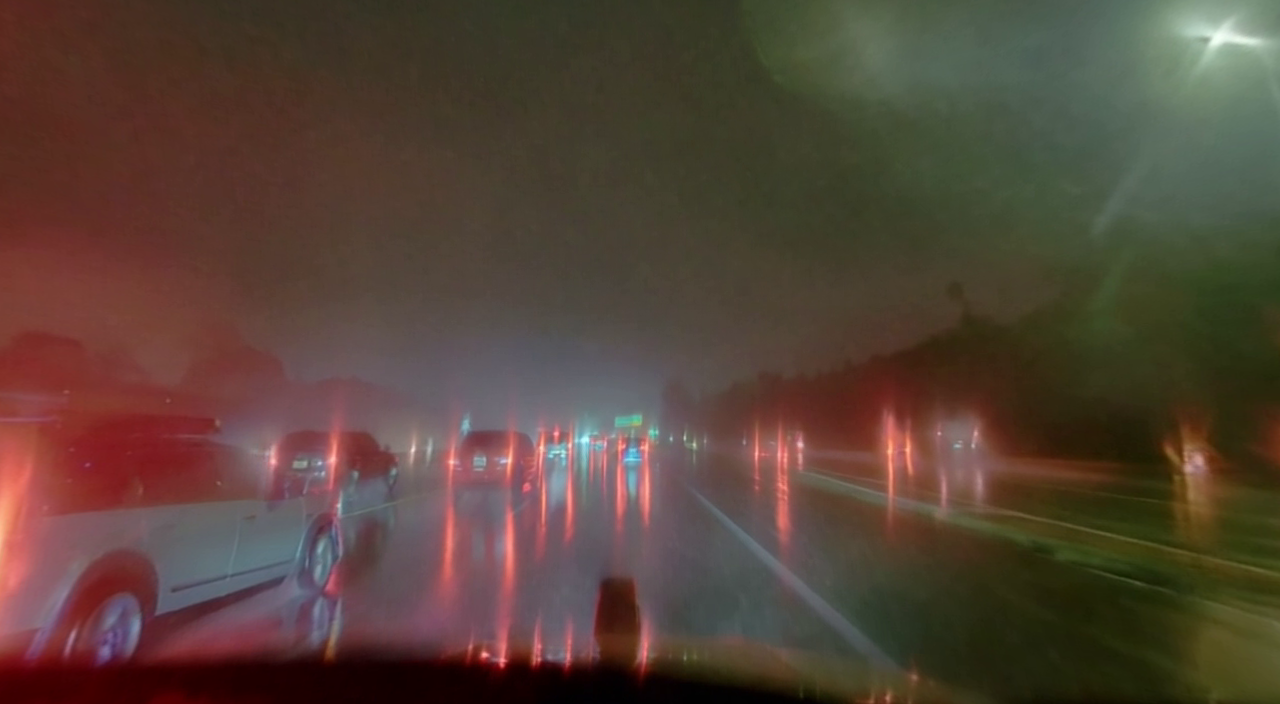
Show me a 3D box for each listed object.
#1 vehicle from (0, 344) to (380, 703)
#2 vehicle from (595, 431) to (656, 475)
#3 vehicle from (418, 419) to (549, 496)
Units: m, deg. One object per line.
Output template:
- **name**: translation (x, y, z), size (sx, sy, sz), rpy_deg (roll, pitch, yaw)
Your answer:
- **vehicle**: translation (-3.843, 1.063, 4.495), size (2.107, 1.703, 4.274), rpy_deg (0, -8, 0)
- **vehicle**: translation (-0.510, 3.669, 23.062), size (2.070, 1.452, 3.834), rpy_deg (0, -8, -1)
- **vehicle**: translation (-3.803, 2.657, 16.264), size (2.154, 1.690, 4.595), rpy_deg (0, -8, 1)
